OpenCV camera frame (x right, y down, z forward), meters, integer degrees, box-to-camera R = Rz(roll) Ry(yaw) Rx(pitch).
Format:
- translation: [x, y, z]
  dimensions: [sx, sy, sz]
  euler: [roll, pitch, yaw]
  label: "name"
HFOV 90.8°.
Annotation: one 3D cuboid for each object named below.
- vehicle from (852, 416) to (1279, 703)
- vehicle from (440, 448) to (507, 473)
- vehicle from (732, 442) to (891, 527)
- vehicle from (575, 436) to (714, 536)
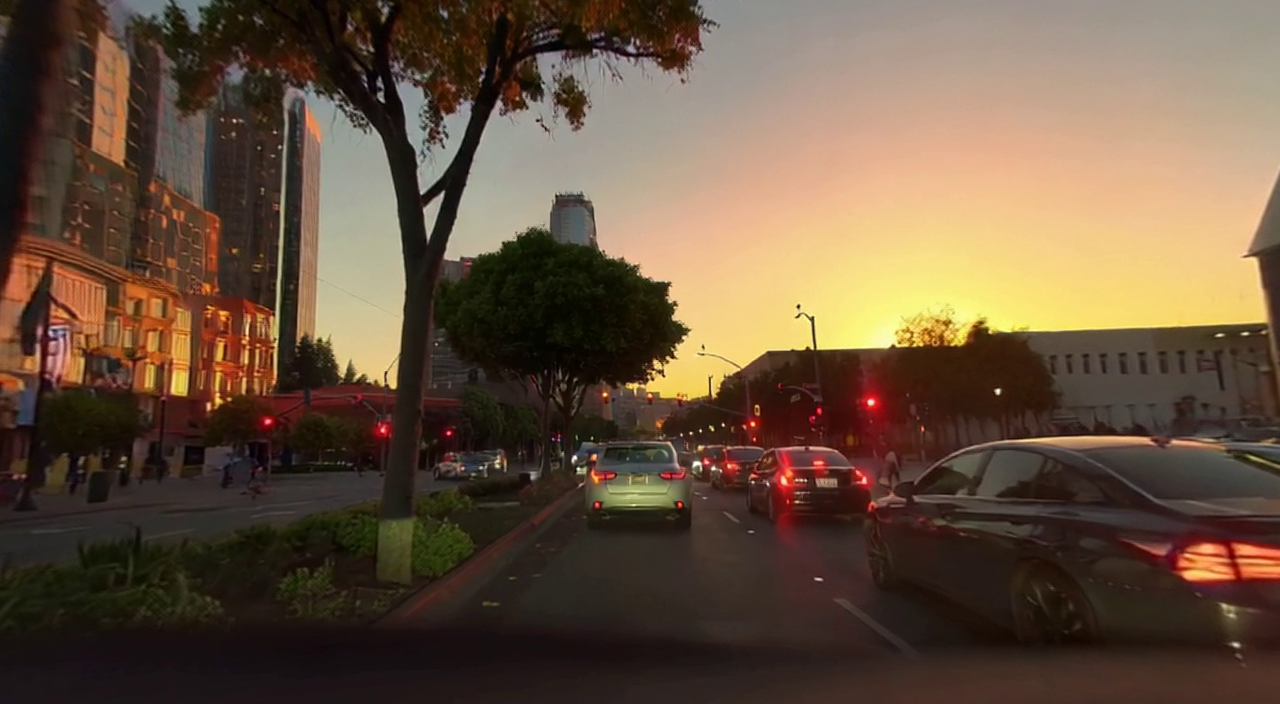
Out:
- translation: [3.247, 1.289, 4.413]
  dimensions: [1.912, 1.454, 4.537]
  euler: [0, -9, 0]
  label: "vehicle"
- translation: [-13.118, 8.501, 49.793]
  dimensions: [4.642, 1.889, 2.210]
  euler: [5, -10, -29]
  label: "vehicle"
- translation: [3.353, 2.682, 13.411]
  dimensions: [1.996, 1.469, 4.495]
  euler: [0, -9, -1]
  label: "vehicle"
- translation: [0.054, 2.370, 11.769]
  dimensions: [2.118, 1.512, 4.013]
  euler: [0, -9, 0]
  label: "vehicle"
